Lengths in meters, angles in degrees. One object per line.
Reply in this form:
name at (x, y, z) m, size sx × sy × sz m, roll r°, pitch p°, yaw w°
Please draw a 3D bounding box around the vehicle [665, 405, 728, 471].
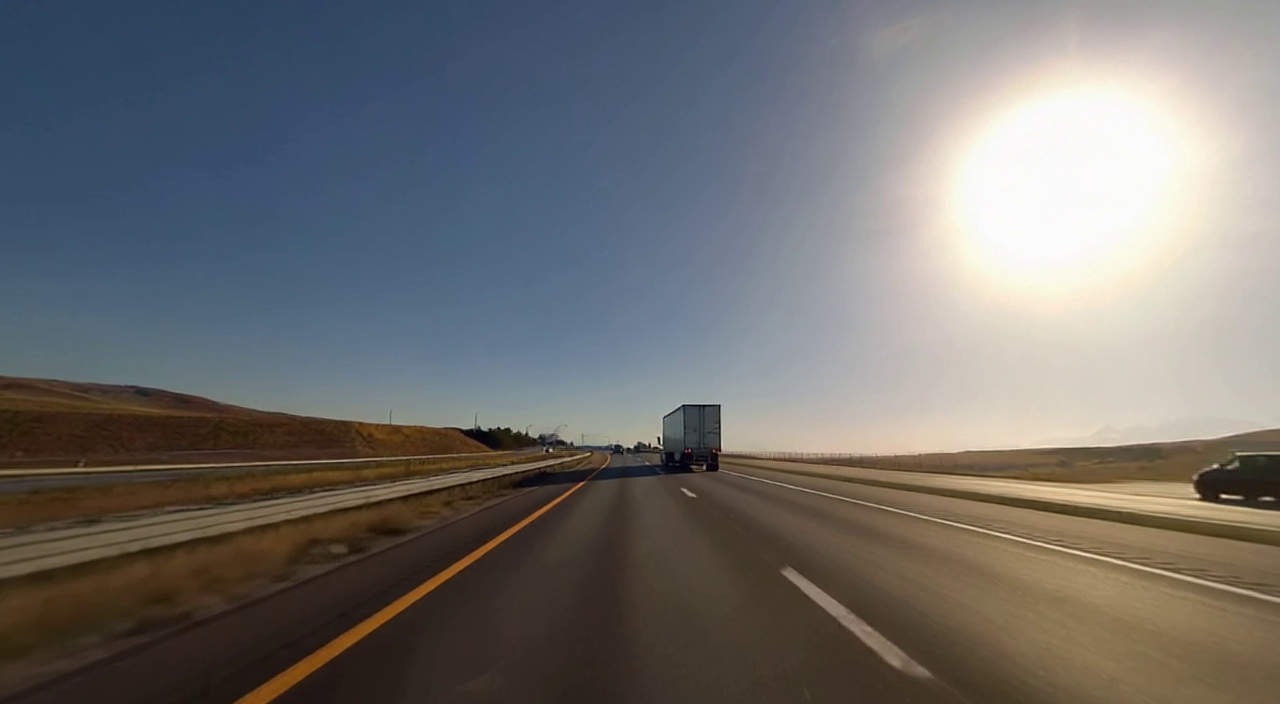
vehicle at (3.709, 6.251, 45.049) m, size 3.175 × 4.103 × 11.612 m, roll 0°, pitch -9°, yaw -1°
